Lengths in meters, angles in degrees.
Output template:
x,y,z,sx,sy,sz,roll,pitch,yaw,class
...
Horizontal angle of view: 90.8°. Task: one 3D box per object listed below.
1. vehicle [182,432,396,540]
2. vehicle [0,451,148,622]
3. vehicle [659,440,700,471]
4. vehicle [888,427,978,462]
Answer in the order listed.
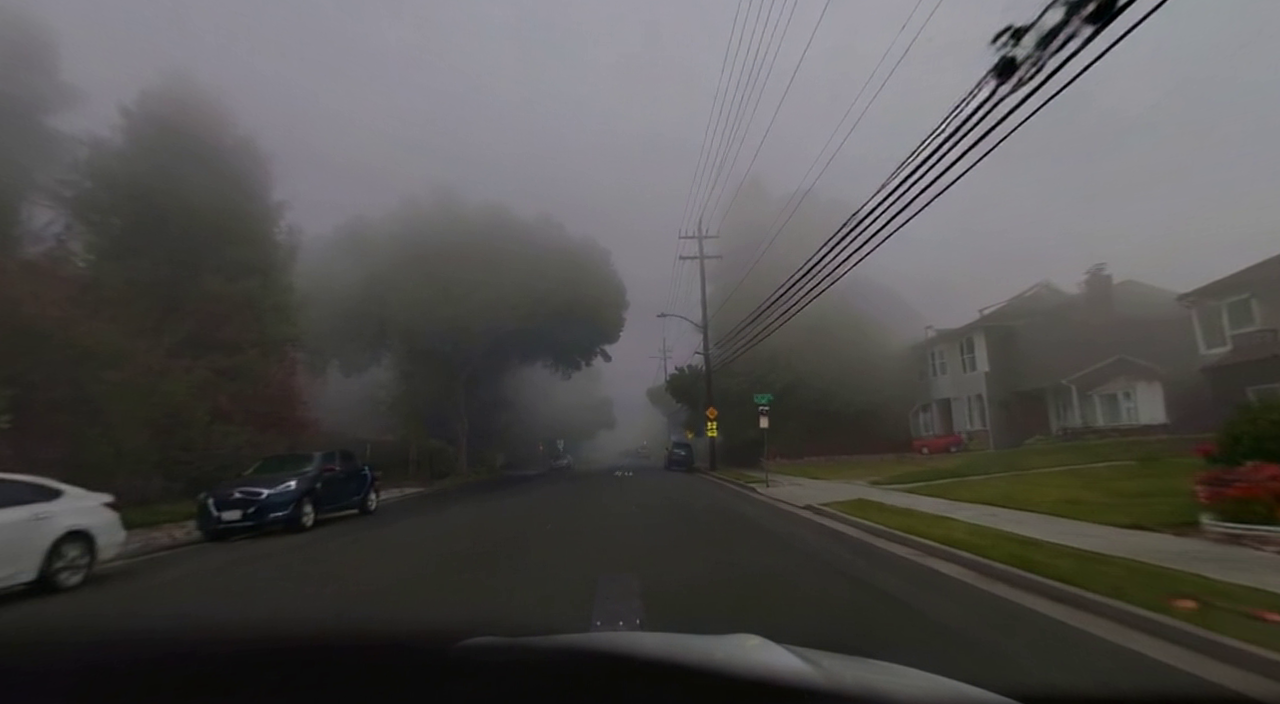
x,y,z,sx,sy,sz,roll,pitch,yaw,class
-7.218,2.786,13.694,2.135,1.787,4.452,-4,-9,0,vehicle
-7.051,1.736,5.729,2.041,1.587,3.920,-2,-9,-1,vehicle
2.284,6.181,37.834,1.971,1.710,4.210,0,-9,-3,vehicle
13.840,4.392,29.896,3.645,1.532,1.806,-5,-10,29,vehicle
